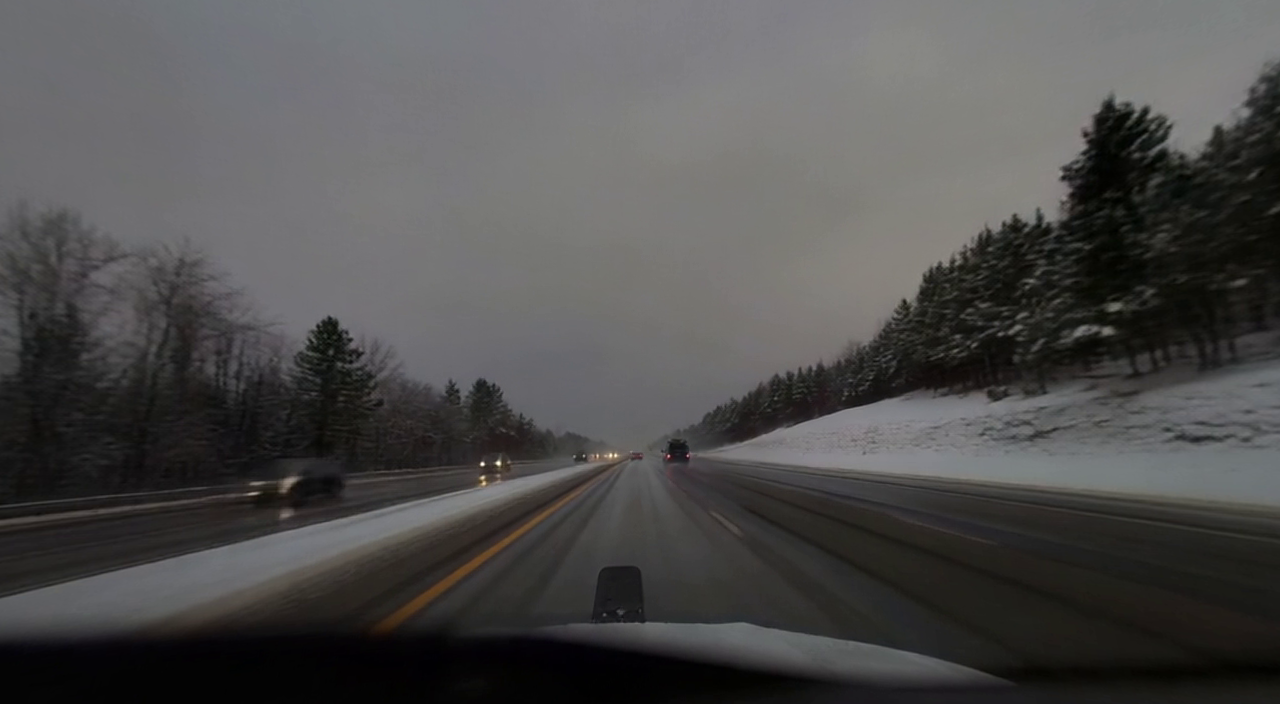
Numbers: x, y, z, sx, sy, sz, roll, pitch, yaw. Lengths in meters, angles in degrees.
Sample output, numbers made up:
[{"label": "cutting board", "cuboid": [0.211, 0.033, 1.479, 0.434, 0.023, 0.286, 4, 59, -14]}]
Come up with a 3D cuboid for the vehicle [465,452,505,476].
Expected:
[{"label": "vehicle", "cuboid": [-11.660, 8.451, 47.799, 1.958, 1.633, 4.349, 0, -9, 0]}]

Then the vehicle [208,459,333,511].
[{"label": "vehicle", "cuboid": [-12.279, 4.401, 21.319, 1.813, 1.502, 3.976, 0, -9, 0]}]
